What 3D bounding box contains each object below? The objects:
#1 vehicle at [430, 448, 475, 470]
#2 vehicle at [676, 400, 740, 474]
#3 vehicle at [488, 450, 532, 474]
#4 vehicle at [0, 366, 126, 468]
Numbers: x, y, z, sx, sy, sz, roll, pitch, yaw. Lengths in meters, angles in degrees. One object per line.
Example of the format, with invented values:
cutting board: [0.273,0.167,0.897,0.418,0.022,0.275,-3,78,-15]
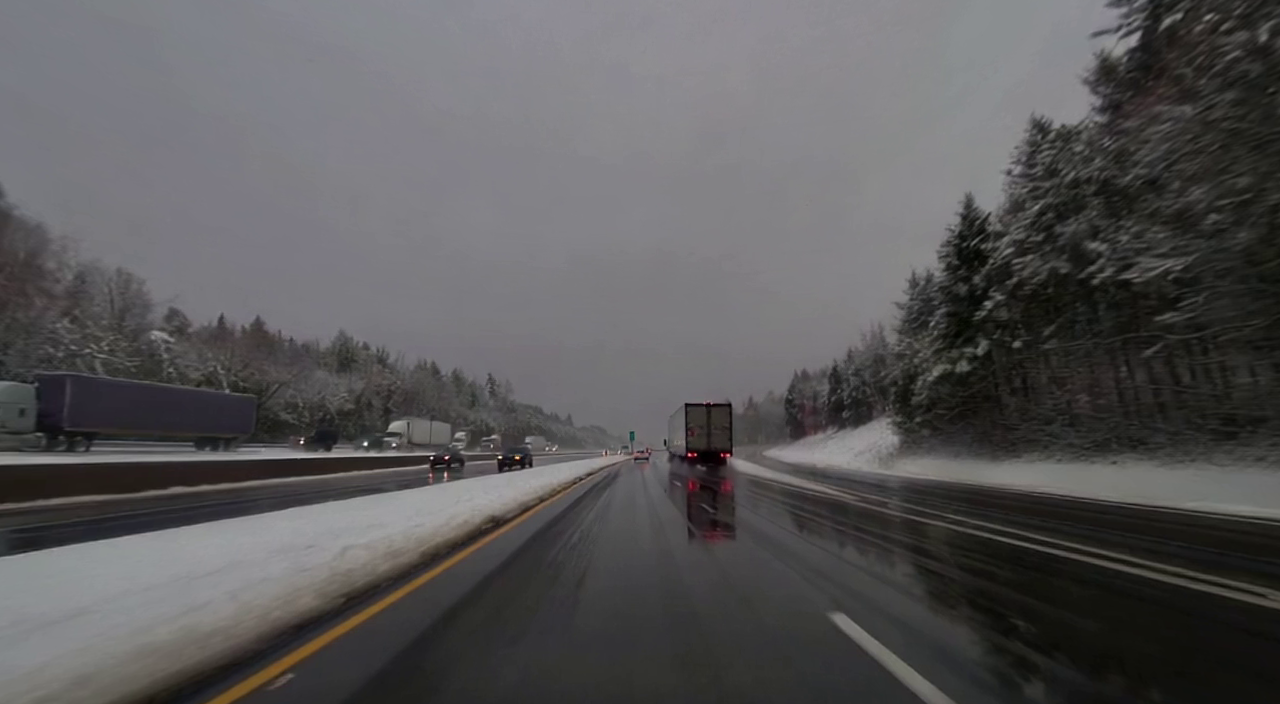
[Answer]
vehicle: [-13.805,7.880,46.458,1.908,1.476,4.302,-1,-9,2]
vehicle: [4.188,5.765,42.004,3.185,4.154,12.638,-1,-9,1]
vehicle: [-8.643,7.330,42.112,1.867,1.438,4.553,-1,-9,2]
vehicle: [-26.099,2.868,26.558,3.112,3.890,6.296,0,-9,0]
